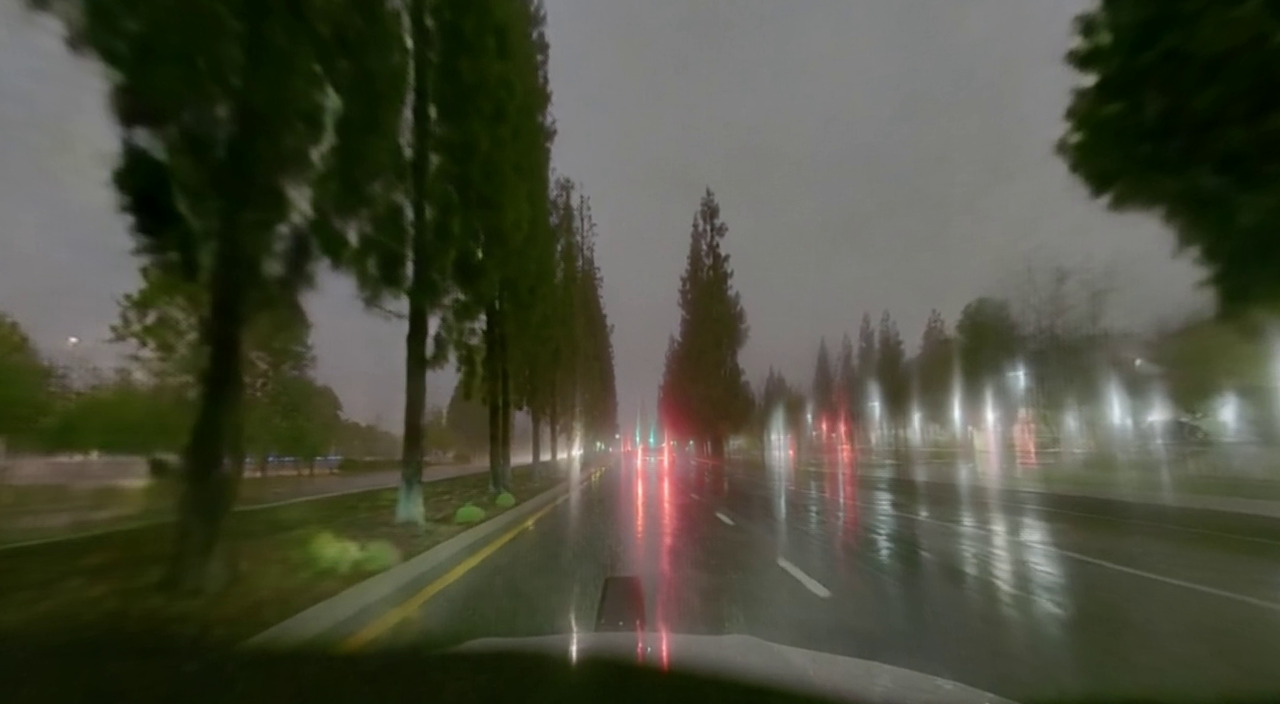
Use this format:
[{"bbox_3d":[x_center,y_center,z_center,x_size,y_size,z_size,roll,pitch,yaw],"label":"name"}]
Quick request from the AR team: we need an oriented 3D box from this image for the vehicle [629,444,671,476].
[{"bbox_3d":[0.454,5.698,33.644,2.048,1.584,4.393,0,-9,-2],"label":"vehicle"}]
